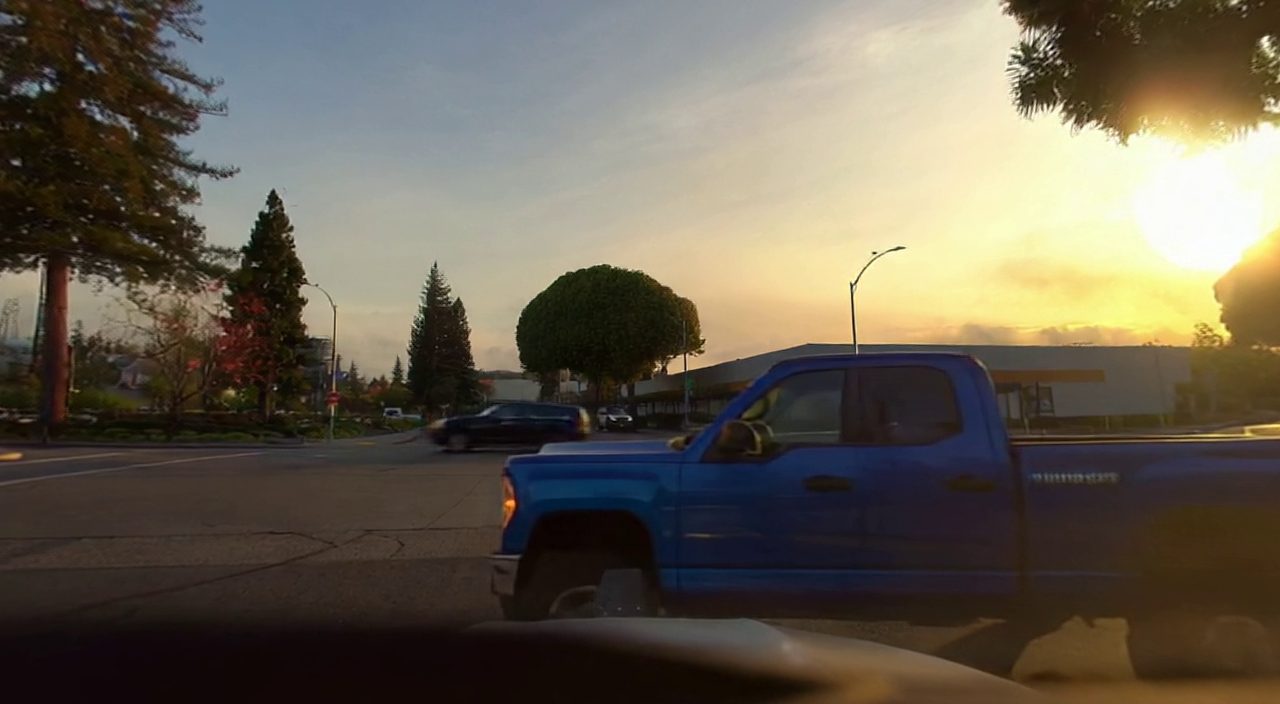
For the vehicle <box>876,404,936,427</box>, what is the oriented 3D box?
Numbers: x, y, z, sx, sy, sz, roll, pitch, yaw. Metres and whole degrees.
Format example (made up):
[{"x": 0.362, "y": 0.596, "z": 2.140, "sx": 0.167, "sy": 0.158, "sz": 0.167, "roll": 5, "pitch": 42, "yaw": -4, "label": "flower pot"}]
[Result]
[{"x": 19.828, "y": 4.759, "z": 46.701, "sx": 4.674, "sy": 1.483, "sz": 1.745, "roll": 6, "pitch": -10, "yaw": -34, "label": "vehicle"}]

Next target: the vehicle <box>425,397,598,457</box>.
[{"x": -4.237, "y": 2.551, "z": 20.952, "sx": 5.333, "sy": 1.837, "sz": 2.124, "roll": 2, "pitch": -9, "yaw": -13, "label": "vehicle"}]
